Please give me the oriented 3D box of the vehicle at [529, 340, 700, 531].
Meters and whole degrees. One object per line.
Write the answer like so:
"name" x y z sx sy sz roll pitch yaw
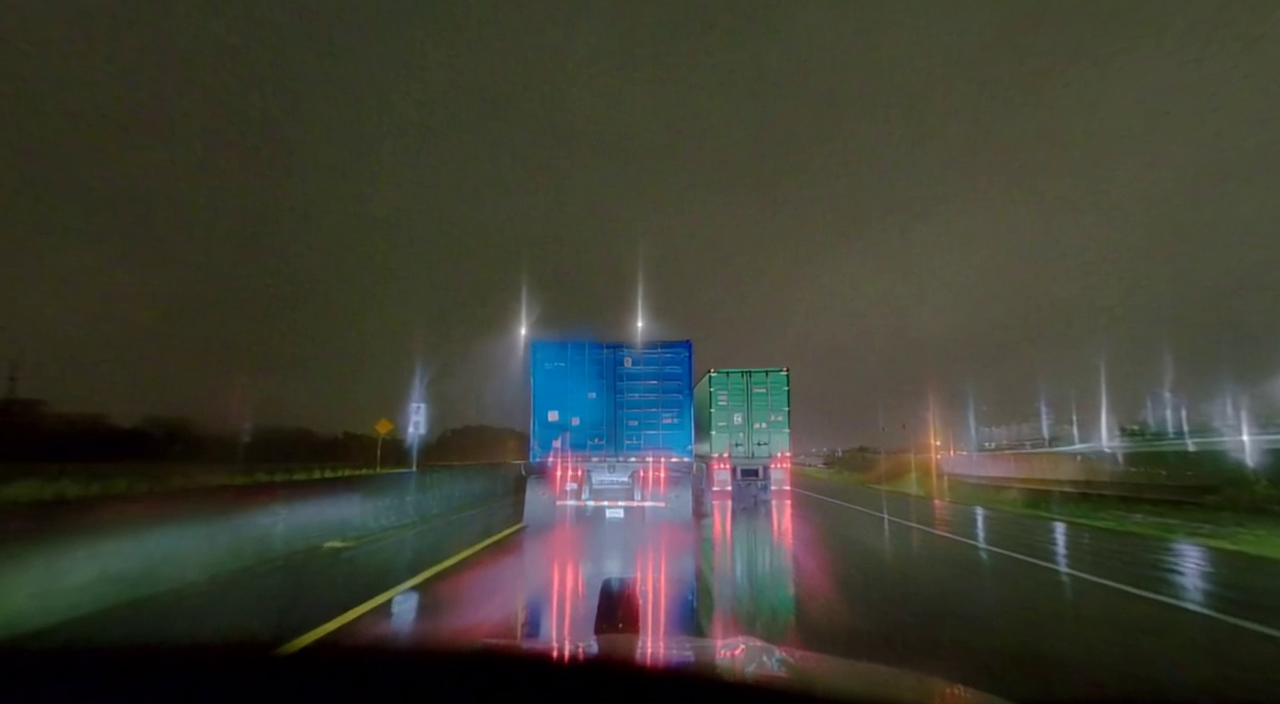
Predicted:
"vehicle" -0.194 2.773 20.738 3.267 3.655 17.154 0 -8 2

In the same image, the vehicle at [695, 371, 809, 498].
"vehicle" 4.036 3.432 25.634 2.942 4.003 11.297 0 -9 2
